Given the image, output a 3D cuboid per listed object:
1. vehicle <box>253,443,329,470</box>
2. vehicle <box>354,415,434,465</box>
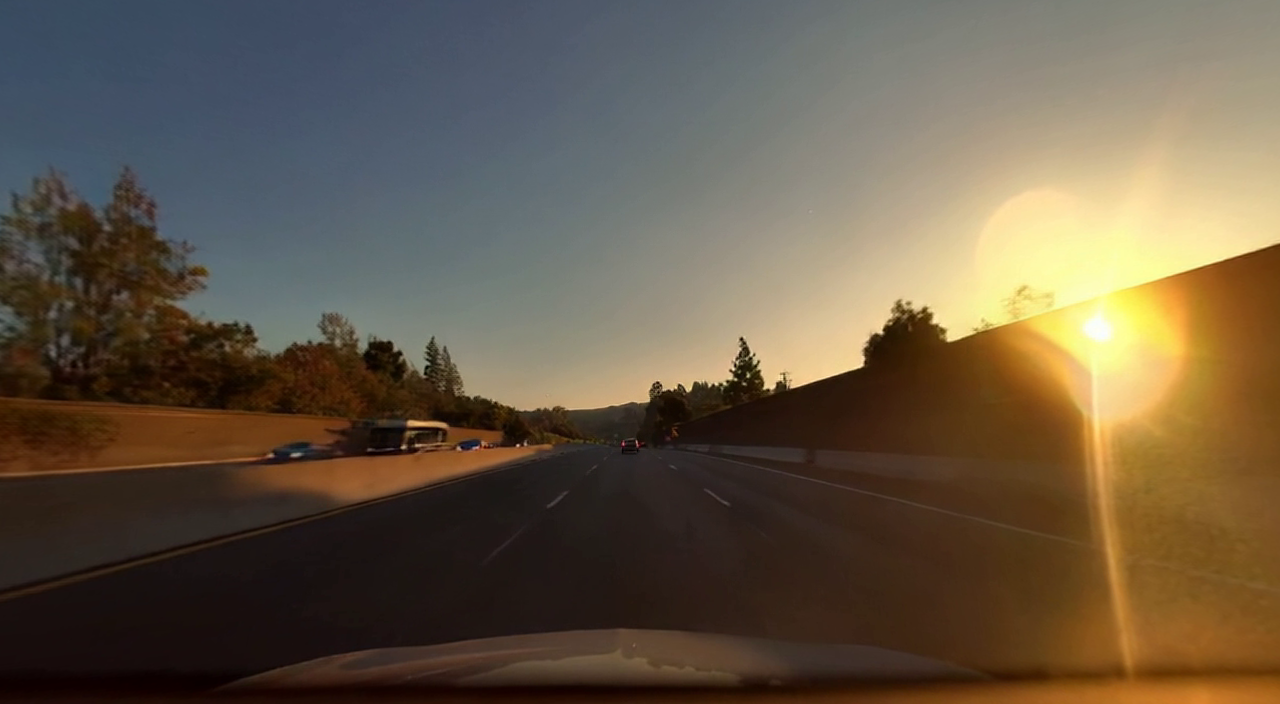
[{"bbox_3d":[-20.305,6.051,36.908,1.961,1.430,4.442,0,-8,0],"label":"vehicle"},{"bbox_3d":[-16.541,5.951,42.966,2.477,3.099,7.368,0,-8,0],"label":"vehicle"}]
